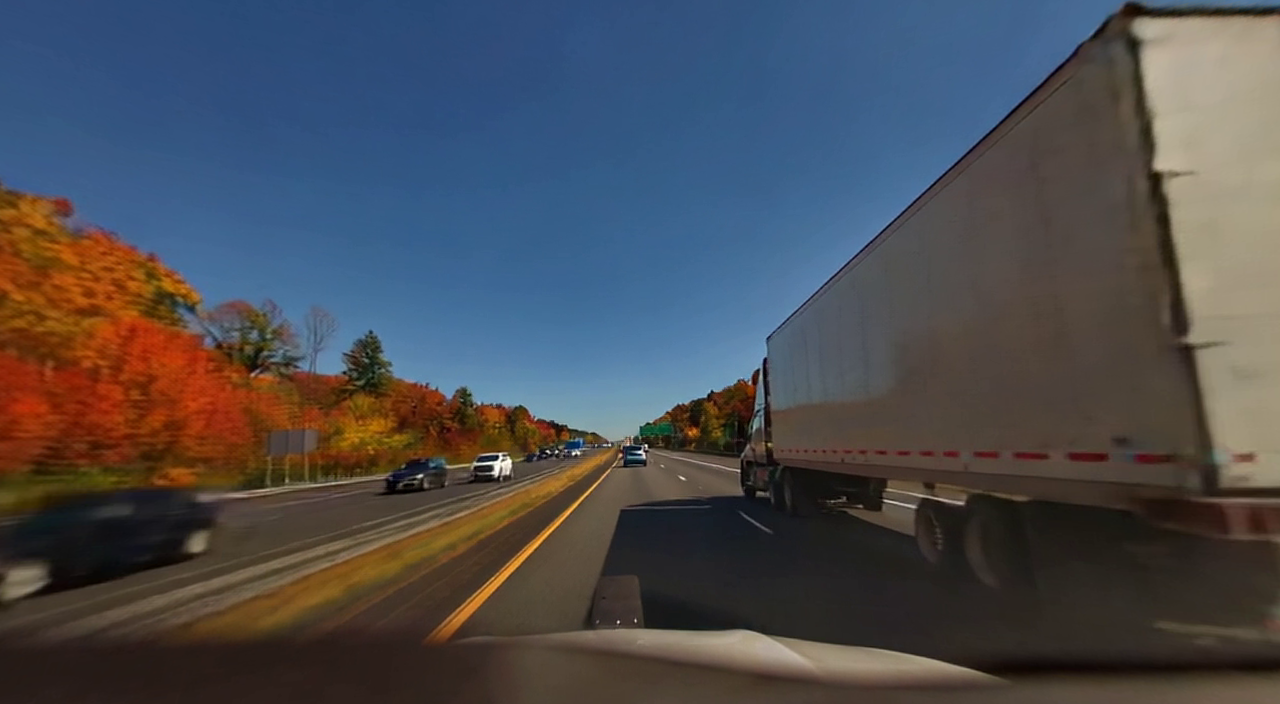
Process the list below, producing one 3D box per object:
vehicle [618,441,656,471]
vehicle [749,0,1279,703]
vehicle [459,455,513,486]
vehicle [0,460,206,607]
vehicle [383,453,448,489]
[{"bbox_3d":[-0.202,6.407,38.773,2.168,1.705,4.272,0,-9,-1],"label":"vehicle"},{"bbox_3d":[4.595,0.807,10.295,2.910,4.090,14.063,0,-9,-1],"label":"vehicle"},{"bbox_3d":[-8.603,6.639,35.452,1.914,1.540,4.471,-1,-9,0],"label":"vehicle"},{"bbox_3d":[-8.487,2.344,8.534,2.041,1.631,4.366,-1,-9,-1],"label":"vehicle"},{"bbox_3d":[-12.657,6.701,35.656,2.073,1.848,4.345,-1,-9,0],"label":"vehicle"}]
